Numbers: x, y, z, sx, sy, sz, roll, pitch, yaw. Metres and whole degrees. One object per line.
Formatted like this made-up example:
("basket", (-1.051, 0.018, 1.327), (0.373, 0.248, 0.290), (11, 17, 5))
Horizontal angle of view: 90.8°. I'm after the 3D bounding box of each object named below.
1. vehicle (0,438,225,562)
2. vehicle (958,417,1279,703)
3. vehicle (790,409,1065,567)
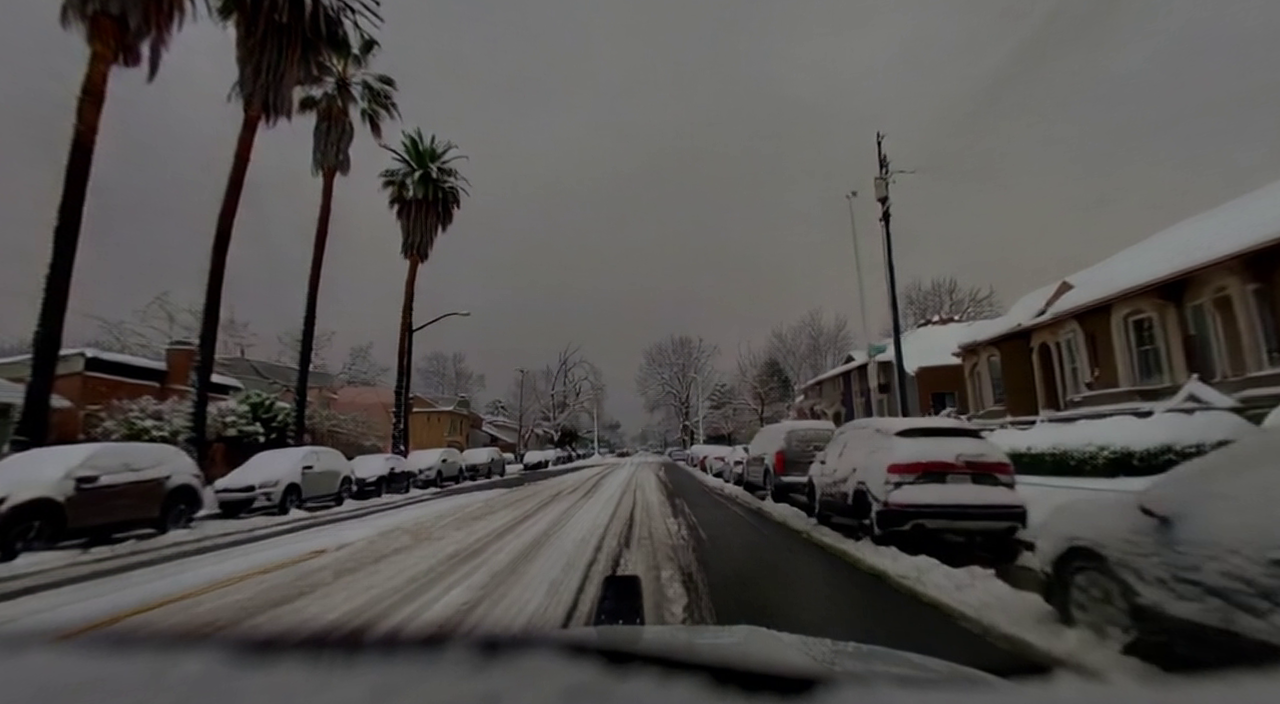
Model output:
("vehicle", (-9.557, 2.348, 10.466), (4.089, 1.813, 1.932), (3, -9, -24))
("vehicle", (3.571, 0.960, 2.522), (2.096, 1.452, 4.741), (-4, -9, 0))
("vehicle", (3.591, 1.772, 8.965), (1.899, 1.669, 4.259), (0, -8, 0))
